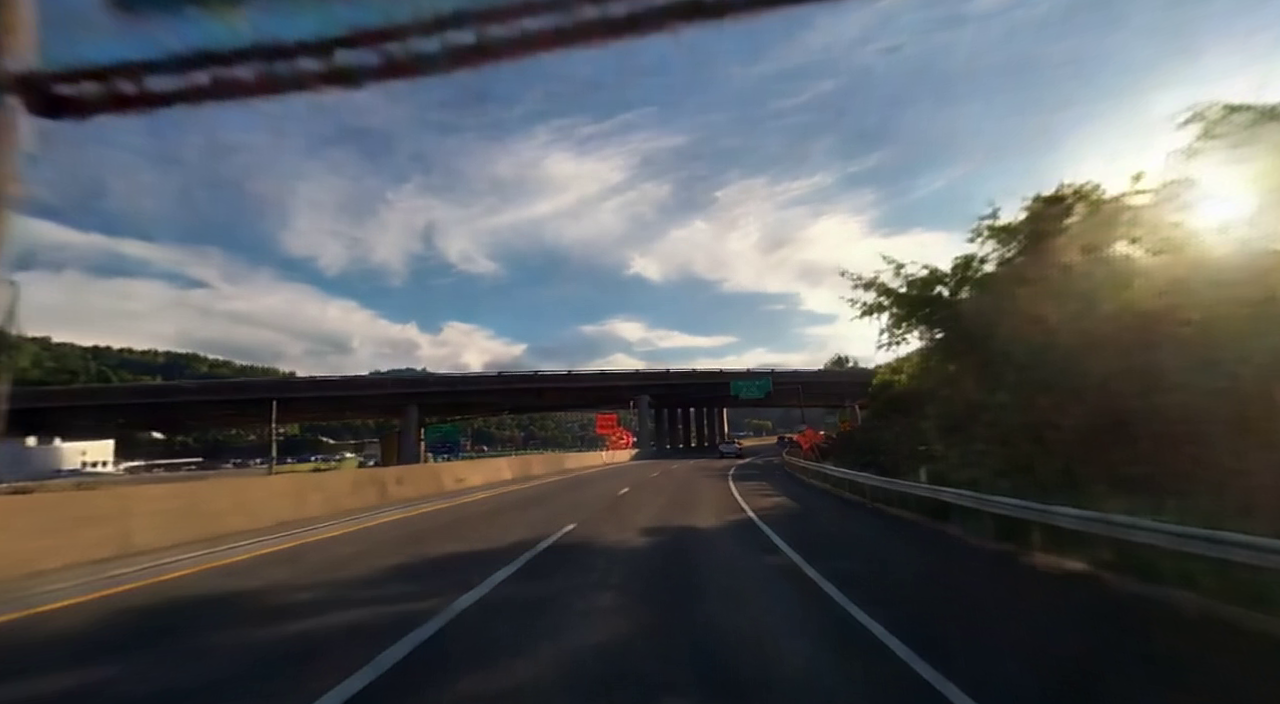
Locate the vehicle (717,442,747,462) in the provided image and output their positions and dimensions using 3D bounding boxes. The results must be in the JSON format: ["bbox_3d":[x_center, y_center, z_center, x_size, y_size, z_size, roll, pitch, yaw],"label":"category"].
[{"bbox_3d":[7.335,7.904,49.947,1.985,1.511,4.012,-2,-9,13],"label":"vehicle"}]
